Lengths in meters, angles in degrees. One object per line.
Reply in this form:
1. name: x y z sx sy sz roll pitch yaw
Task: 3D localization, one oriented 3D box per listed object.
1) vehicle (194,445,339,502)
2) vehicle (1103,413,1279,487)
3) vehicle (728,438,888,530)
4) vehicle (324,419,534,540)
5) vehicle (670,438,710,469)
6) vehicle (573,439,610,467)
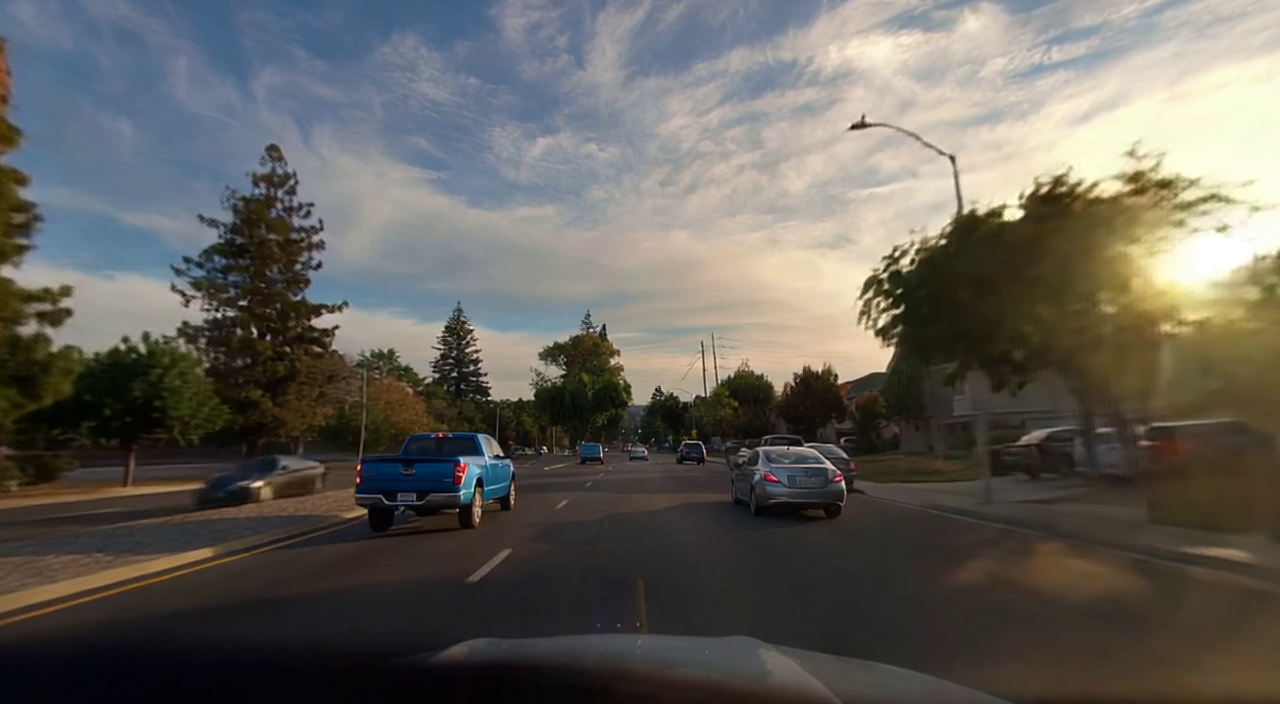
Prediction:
1. vehicle: -12.013 3.899 20.764 1.949 1.624 4.567 0 -8 0
2. vehicle: 15.023 2.530 16.445 4.320 1.792 1.989 0 -8 -1
3. vehicle: 3.033 2.456 12.413 1.884 1.463 4.195 0 -8 -2
4. vehicle: -3.537 2.261 11.943 2.111 1.745 5.274 0 -8 0
5. vehicle: 3.129 6.458 40.379 2.099 1.845 4.363 0 -8 -2
6. vehicle: -3.321 7.044 44.128 2.218 1.829 4.492 0 -8 0
